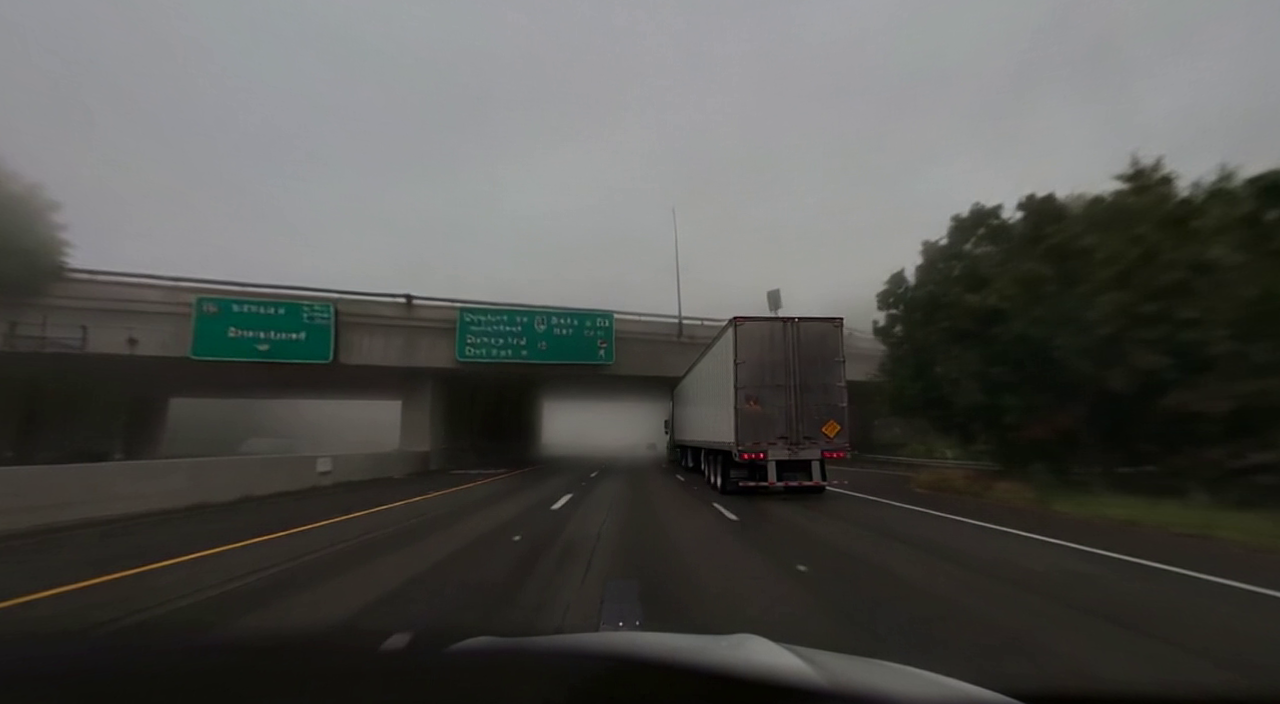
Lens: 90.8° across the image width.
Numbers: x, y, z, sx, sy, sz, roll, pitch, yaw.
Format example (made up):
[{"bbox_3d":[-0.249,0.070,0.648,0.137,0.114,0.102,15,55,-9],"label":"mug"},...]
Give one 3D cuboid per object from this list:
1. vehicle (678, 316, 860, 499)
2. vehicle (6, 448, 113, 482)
[{"bbox_3d":[3.379,2.465,22.499,2.743,4.160,16.408,0,-9,-1],"label":"vehicle"},{"bbox_3d":[-25.331,4.902,27.717,1.508,1.352,3.304,-1,-8,0],"label":"vehicle"}]
